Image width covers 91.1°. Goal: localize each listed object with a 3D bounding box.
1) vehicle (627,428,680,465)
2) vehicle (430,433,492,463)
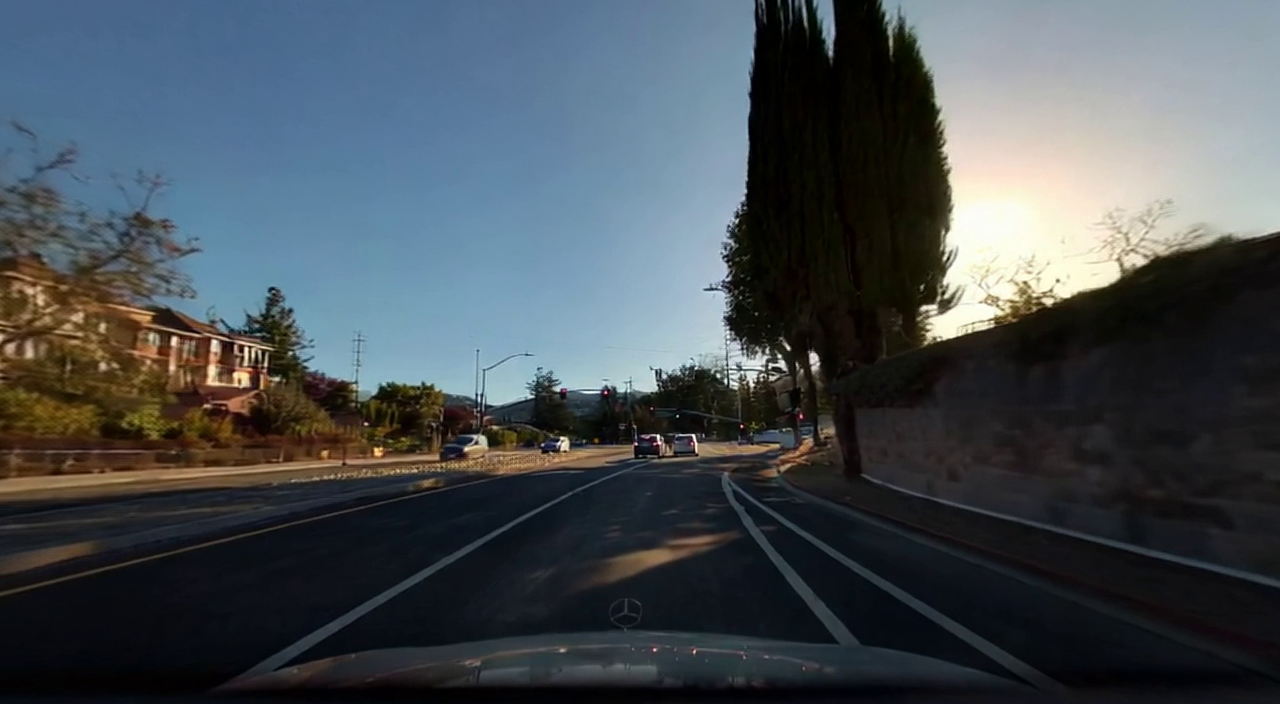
[{"bbox_3d":[0.787,5.044,33.536,2.152,1.822,4.391,-1,-9,10],"label":"vehicle"},{"bbox_3d":[-11.043,6.000,39.150,2.111,1.751,4.757,-1,-9,5],"label":"vehicle"}]
